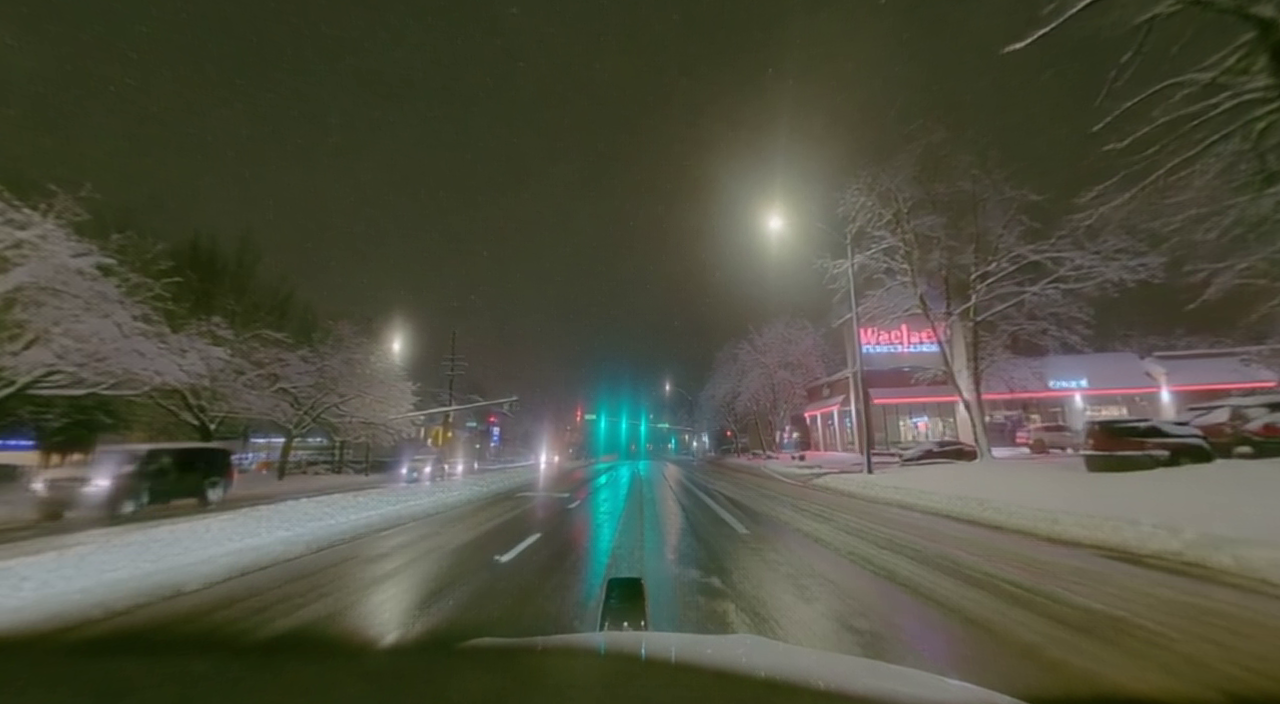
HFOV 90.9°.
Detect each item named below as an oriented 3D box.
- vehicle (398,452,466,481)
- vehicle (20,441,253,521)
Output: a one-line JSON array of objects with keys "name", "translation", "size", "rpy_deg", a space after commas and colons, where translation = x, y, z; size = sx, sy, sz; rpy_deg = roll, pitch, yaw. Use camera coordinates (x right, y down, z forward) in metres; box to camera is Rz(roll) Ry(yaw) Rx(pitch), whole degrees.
[{"name": "vehicle", "translation": [-11.447, 6.308, 35.003], "size": [2.241, 1.455, 4.343], "rpy_deg": [0, -9, 0]}, {"name": "vehicle", "translation": [-14.813, 3.780, 19.242], "size": [2.315, 1.998, 5.808], "rpy_deg": [-1, -9, 0]}]
